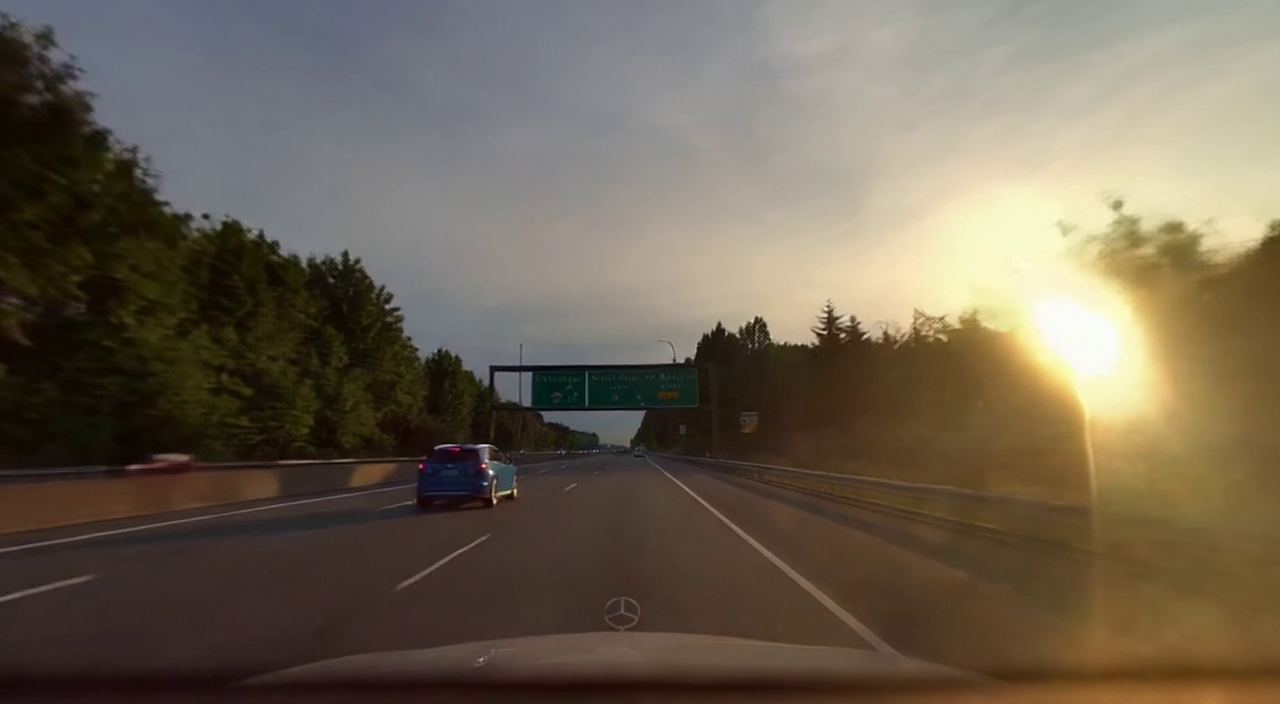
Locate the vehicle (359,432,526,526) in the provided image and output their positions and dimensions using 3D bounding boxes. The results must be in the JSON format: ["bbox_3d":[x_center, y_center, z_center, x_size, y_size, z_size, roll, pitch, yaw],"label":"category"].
[{"bbox_3d":[-3.900,2.595,13.341,2.104,1.626,4.283,-1,-9,1],"label":"vehicle"}]
